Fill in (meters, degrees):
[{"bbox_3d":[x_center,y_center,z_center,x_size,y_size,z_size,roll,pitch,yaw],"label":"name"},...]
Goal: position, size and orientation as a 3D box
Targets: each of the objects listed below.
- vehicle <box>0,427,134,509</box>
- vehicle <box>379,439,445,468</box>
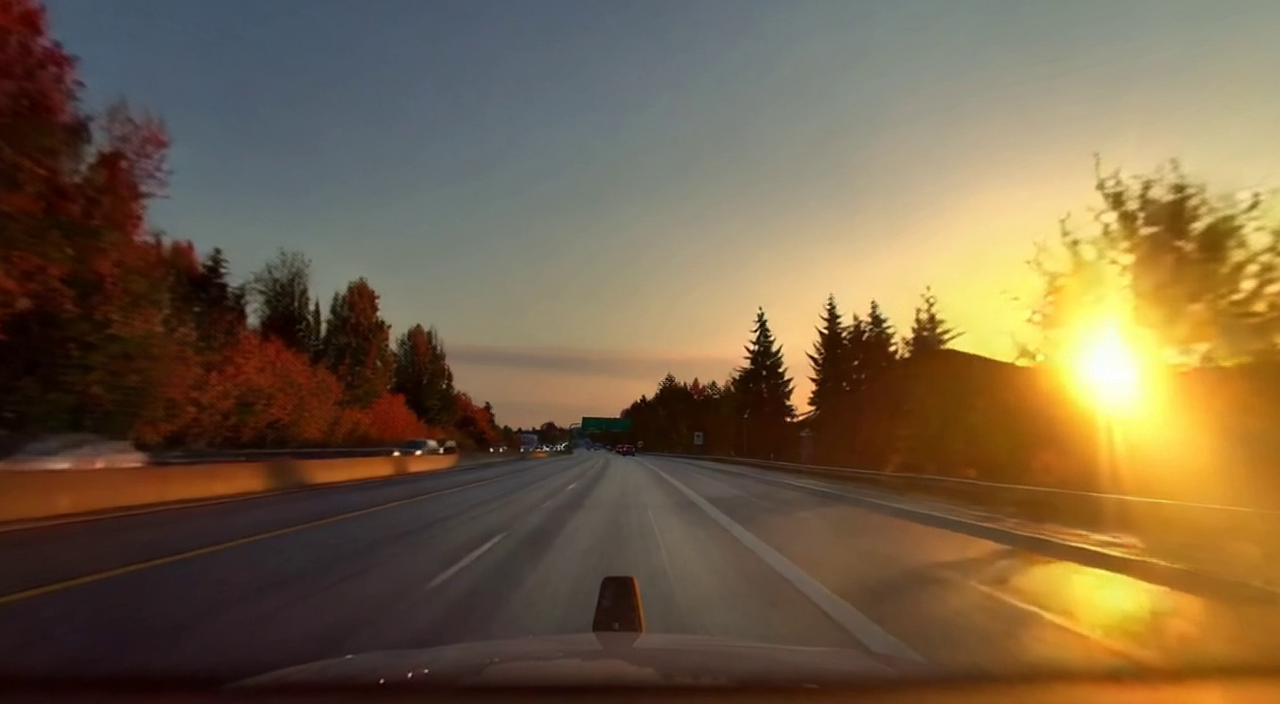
[{"bbox_3d":[-12.916,2.293,12.477,1.853,1.506,4.630,0,-9,-1],"label":"vehicle"},{"bbox_3d":[-13.192,5.934,36.610,2.021,1.545,4.889,0,-9,-1],"label":"vehicle"}]
